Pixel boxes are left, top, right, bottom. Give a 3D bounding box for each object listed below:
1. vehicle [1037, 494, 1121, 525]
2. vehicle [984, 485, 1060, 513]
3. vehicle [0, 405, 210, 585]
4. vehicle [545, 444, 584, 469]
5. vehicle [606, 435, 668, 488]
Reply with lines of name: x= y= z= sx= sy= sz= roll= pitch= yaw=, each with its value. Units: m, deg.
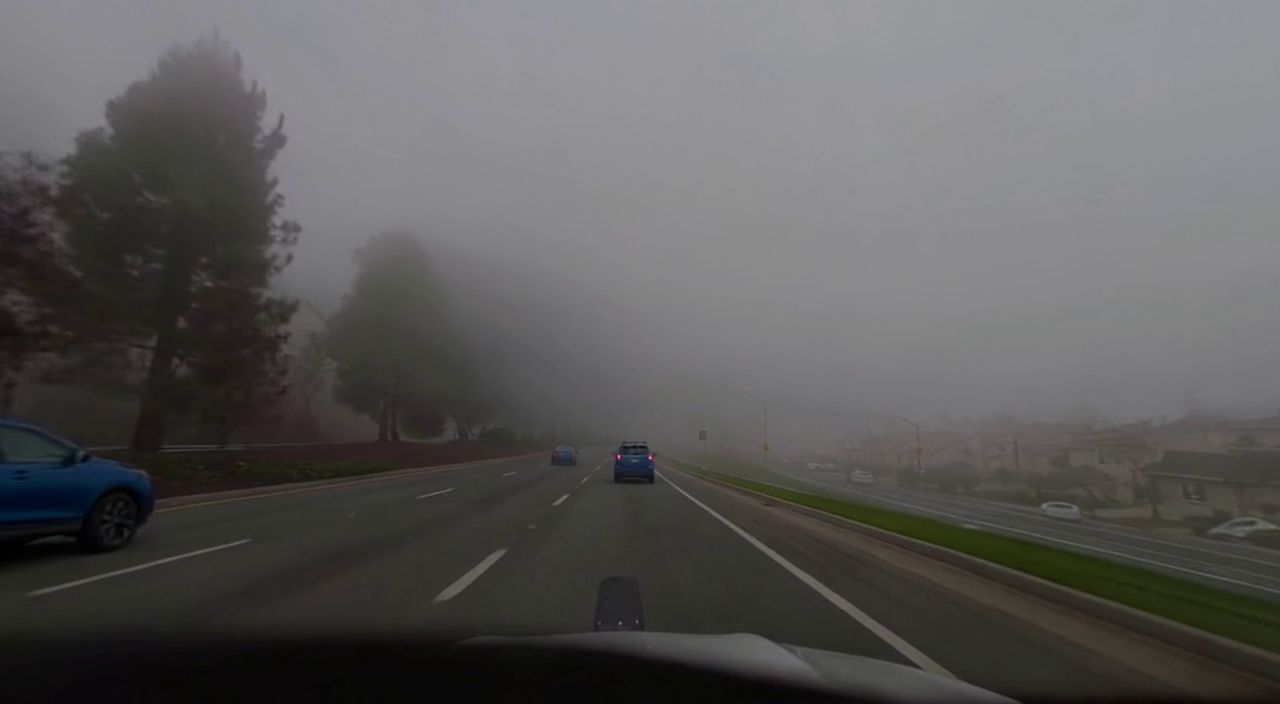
vehicle: x=27.904 y=10.015 z=40.392 sx=1.845 sy=1.533 sz=4.455 roll=1 pitch=-8 yaw=-6
vehicle: x=27.211 y=10.460 z=45.213 sx=1.874 sy=1.577 sz=4.877 roll=2 pitch=-9 yaw=-8
vehicle: x=-6.931 y=1.360 z=6.098 sx=1.997 sy=1.650 sz=5.090 roll=0 pitch=-8 yaw=0
vehicle: x=-4.971 y=6.917 z=42.069 sx=2.123 sy=1.592 sz=4.505 roll=0 pitch=-8 yaw=-1
vehicle: x=-0.112 y=4.115 z=24.107 sx=2.125 sy=1.830 sz=4.370 roll=0 pitch=-8 yaw=0
